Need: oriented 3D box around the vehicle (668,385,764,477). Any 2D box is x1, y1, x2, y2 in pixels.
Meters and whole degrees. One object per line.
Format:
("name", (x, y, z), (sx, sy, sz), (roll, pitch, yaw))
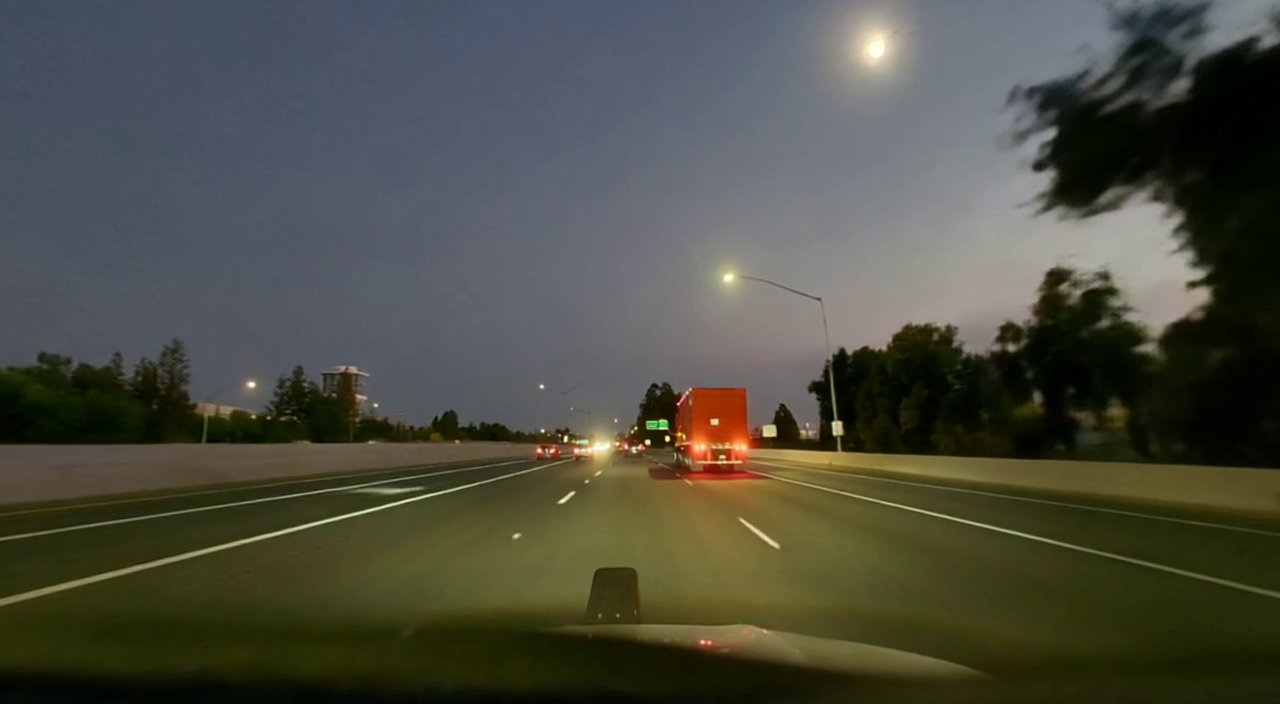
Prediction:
("vehicle", (3.210, 3.880, 30.149), (2.966, 3.586, 10.563), (0, -9, -2))
